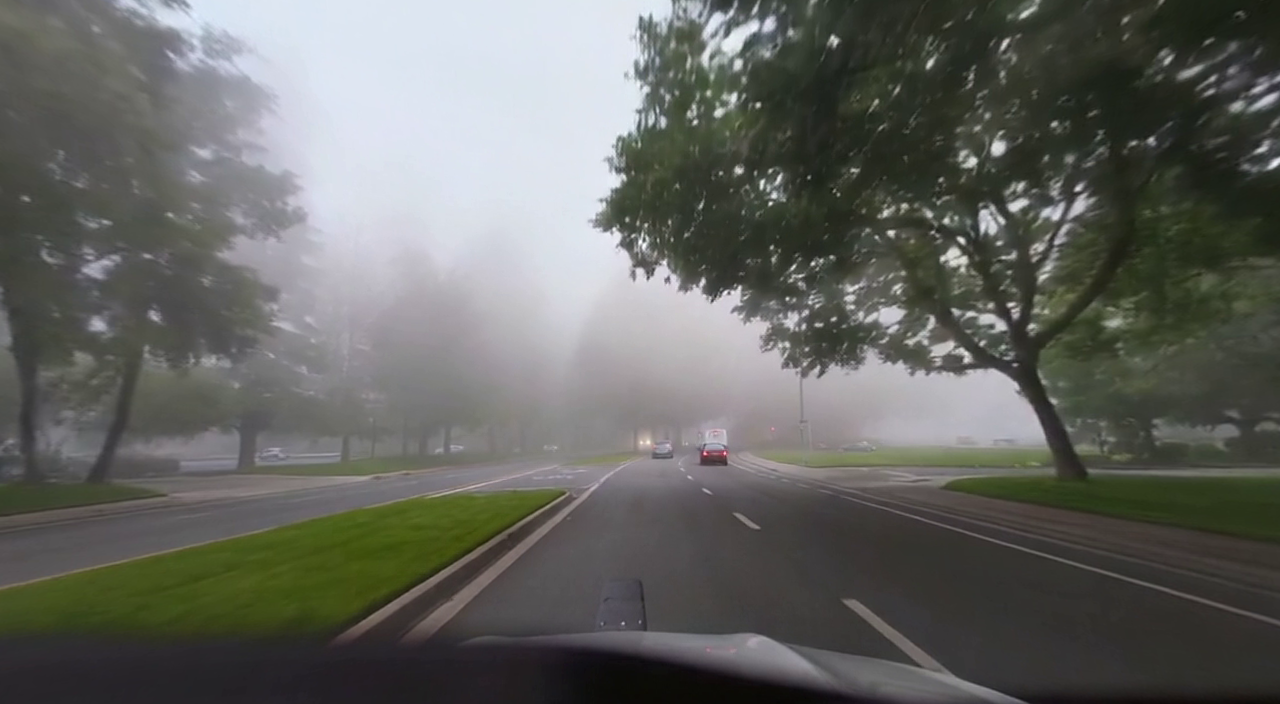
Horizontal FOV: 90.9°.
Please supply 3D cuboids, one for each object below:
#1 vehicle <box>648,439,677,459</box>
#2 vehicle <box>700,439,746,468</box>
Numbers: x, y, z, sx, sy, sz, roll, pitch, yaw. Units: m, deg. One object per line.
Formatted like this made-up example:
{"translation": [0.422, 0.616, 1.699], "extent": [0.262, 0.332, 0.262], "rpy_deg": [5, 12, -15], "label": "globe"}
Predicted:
{"translation": [1.815, 7.556, 49.068], "extent": [2.066, 1.482, 4.273], "rpy_deg": [-1, -8, 4], "label": "vehicle"}
{"translation": [4.524, 5.608, 35.009], "extent": [1.989, 1.497, 4.436], "rpy_deg": [0, -8, 1], "label": "vehicle"}
